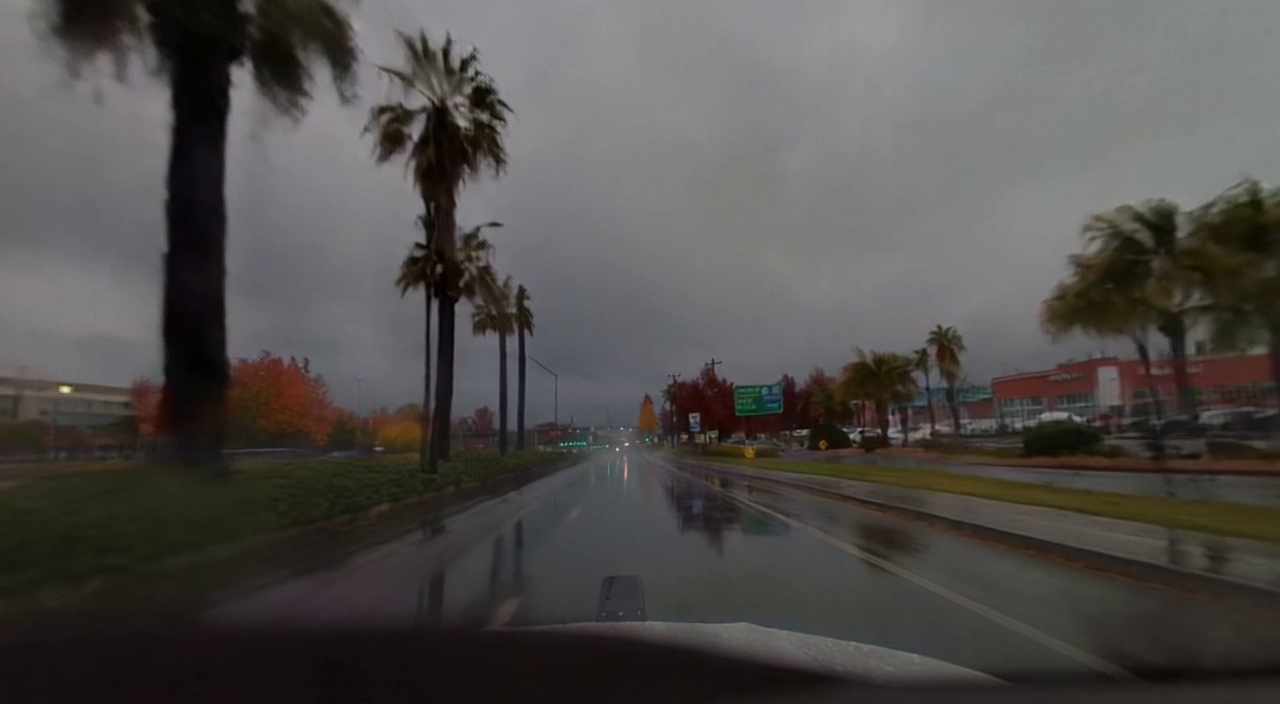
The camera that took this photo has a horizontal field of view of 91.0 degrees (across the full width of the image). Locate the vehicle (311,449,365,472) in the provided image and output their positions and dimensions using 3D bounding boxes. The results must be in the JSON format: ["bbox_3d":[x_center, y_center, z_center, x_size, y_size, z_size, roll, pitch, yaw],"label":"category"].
[{"bbox_3d":[-23.285,8.336,48.765,1.994,1.652,4.570,1,-9,-2],"label":"vehicle"}]
